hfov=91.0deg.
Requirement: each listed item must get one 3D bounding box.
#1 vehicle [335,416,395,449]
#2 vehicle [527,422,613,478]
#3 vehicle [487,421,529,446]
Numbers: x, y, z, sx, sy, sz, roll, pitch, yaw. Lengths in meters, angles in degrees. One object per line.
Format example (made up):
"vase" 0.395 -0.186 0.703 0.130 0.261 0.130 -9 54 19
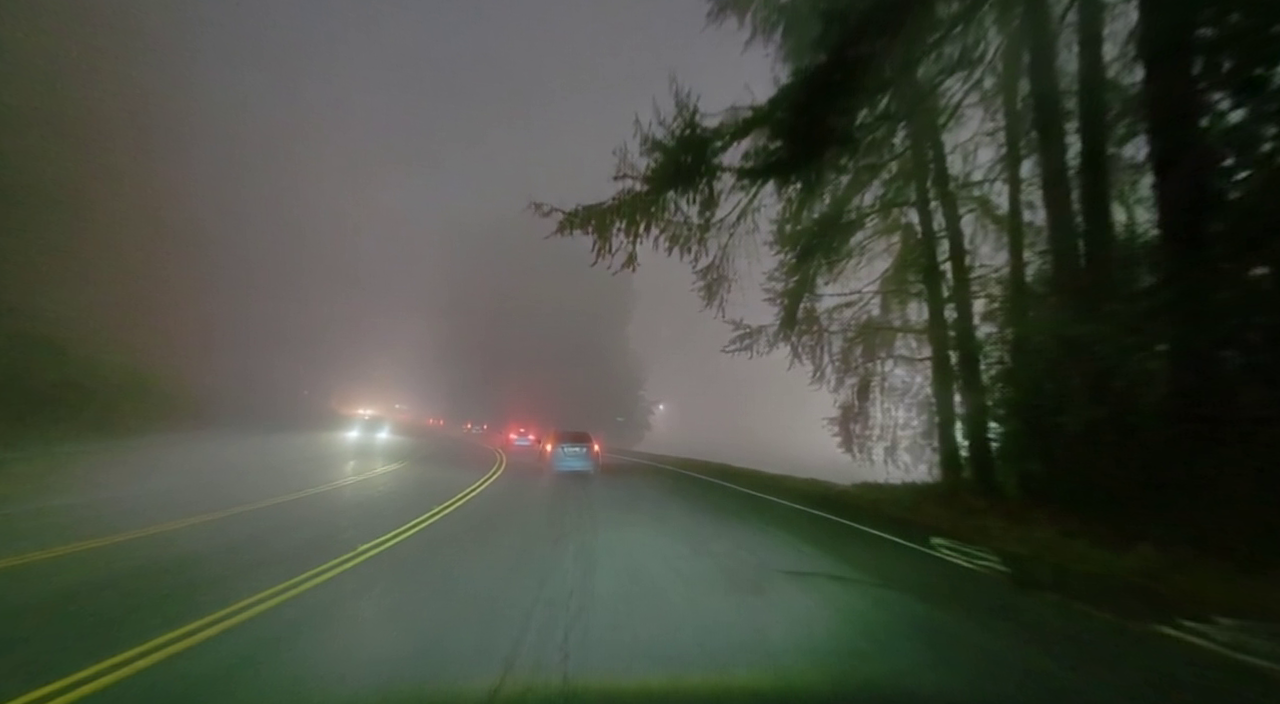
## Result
"vehicle" -13.596 4.050 31.362 2.126 1.493 4.748 2 -8 -17
"vehicle" -2.237 2.928 19.095 2.296 1.510 4.068 1 -8 -10
"vehicle" -8.763 5.385 41.484 2.080 1.530 3.719 3 -8 -22
